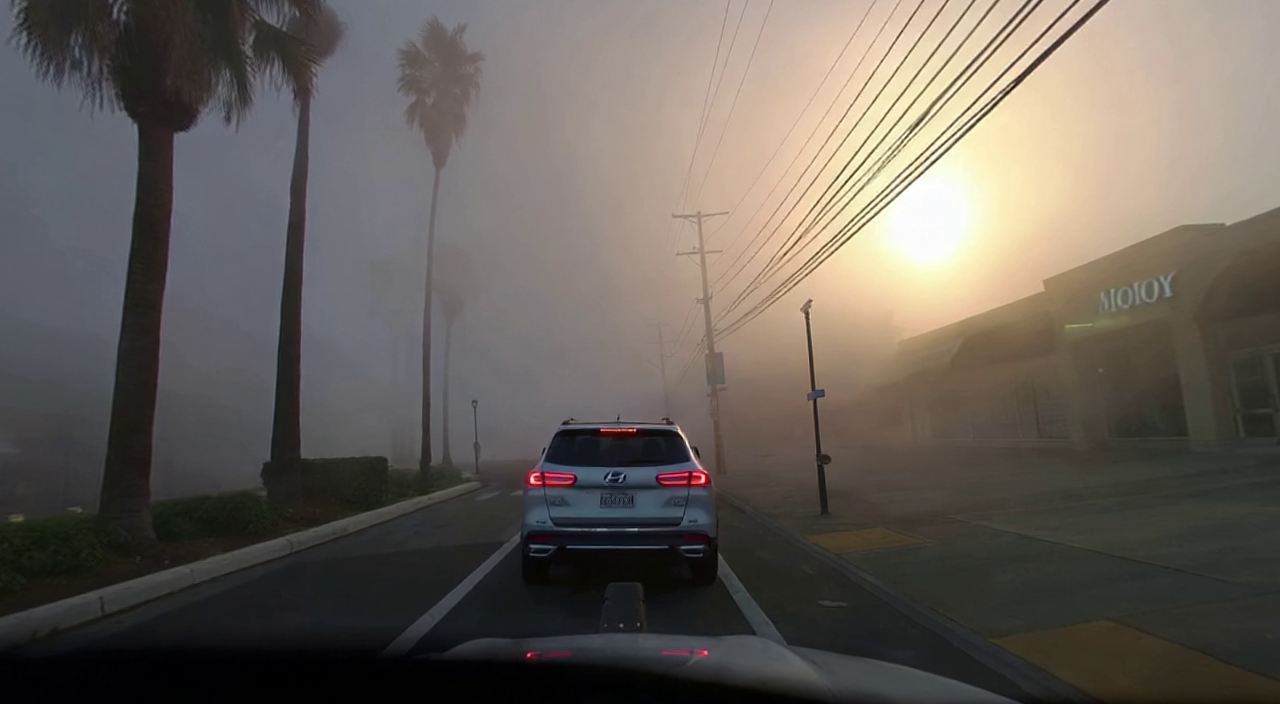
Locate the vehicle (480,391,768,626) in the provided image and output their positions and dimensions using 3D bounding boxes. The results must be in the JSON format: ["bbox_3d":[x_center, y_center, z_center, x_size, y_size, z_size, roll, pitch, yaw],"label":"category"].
[{"bbox_3d":[-0.191,1.415,6.595,2.105,1.702,3.750,0,-8,-3],"label":"vehicle"}]
